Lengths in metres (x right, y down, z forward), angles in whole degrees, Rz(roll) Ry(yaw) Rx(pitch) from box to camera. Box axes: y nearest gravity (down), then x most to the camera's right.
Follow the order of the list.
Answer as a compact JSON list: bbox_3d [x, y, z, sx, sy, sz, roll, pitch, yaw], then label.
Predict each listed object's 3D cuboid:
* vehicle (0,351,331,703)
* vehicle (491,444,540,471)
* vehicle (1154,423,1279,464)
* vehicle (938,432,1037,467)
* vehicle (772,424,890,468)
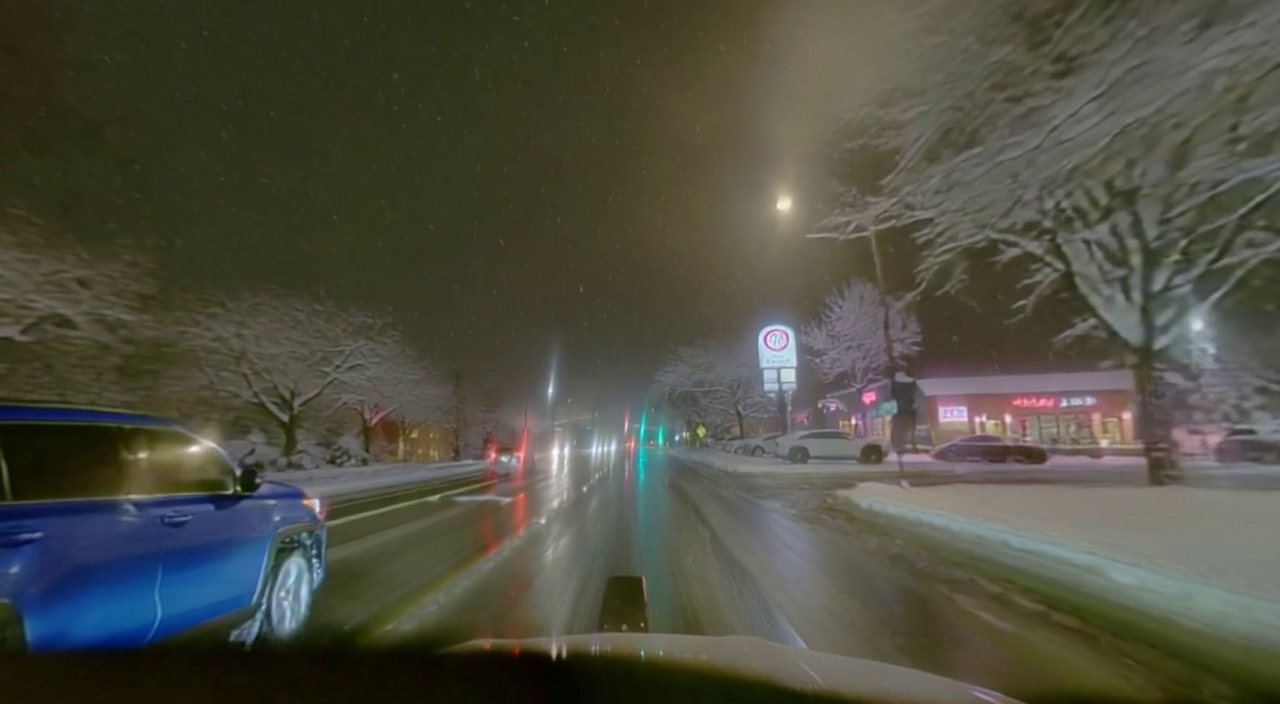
[{"bbox_3d":[-3.334,0.871,2.464,2.127,1.654,4.121,0,-8,0],"label":"vehicle"},{"bbox_3d":[-7.359,6.263,37.690,1.990,1.483,4.410,0,-8,1],"label":"vehicle"},{"bbox_3d":[26.780,4.047,28.401,2.672,1.580,5.933,-3,-7,6],"label":"vehicle"},{"bbox_3d":[15.835,4.472,29.050,2.177,1.397,4.511,-3,-8,3],"label":"vehicle"},{"bbox_3d":[8.870,4.423,29.650,5.031,1.951,2.184,-3,-9,15],"label":"vehicle"}]
